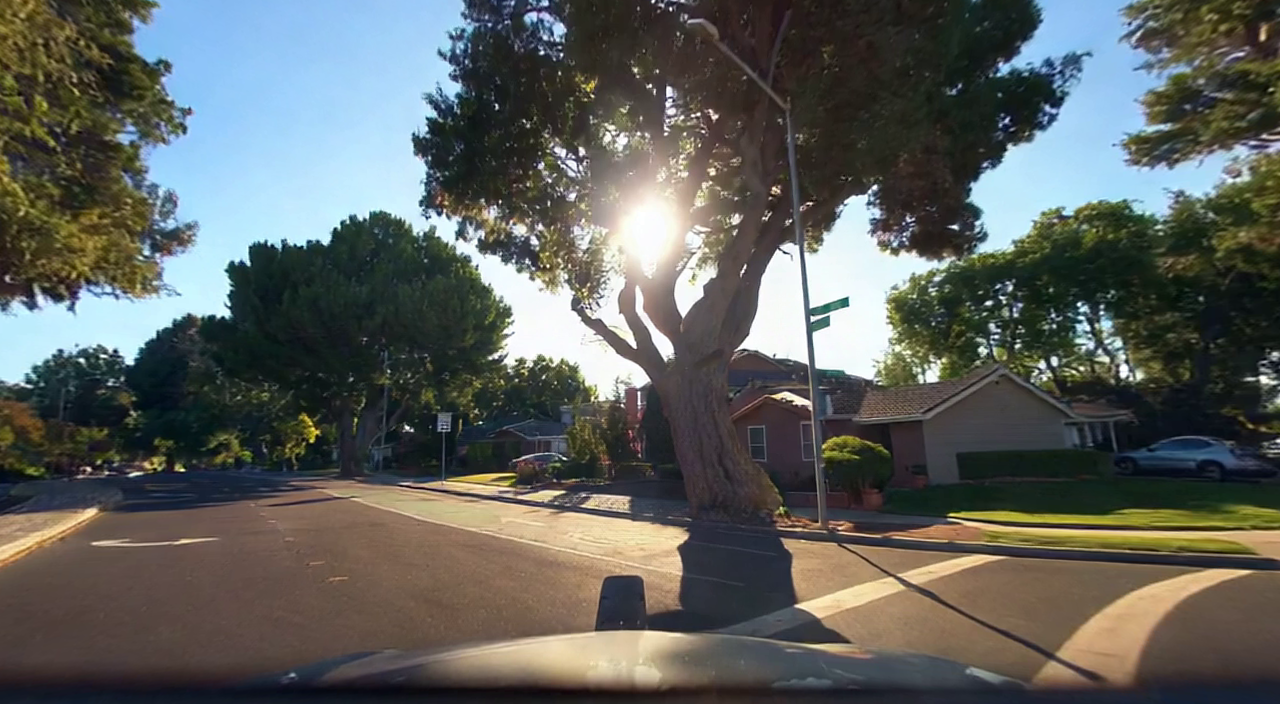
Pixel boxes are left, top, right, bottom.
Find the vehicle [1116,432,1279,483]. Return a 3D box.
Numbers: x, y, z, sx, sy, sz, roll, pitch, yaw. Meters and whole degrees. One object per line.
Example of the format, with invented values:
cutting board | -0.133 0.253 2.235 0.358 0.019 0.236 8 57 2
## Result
vehicle | 18.672 3.360 20.338 1.835 1.491 4.866 5 -10 -32
